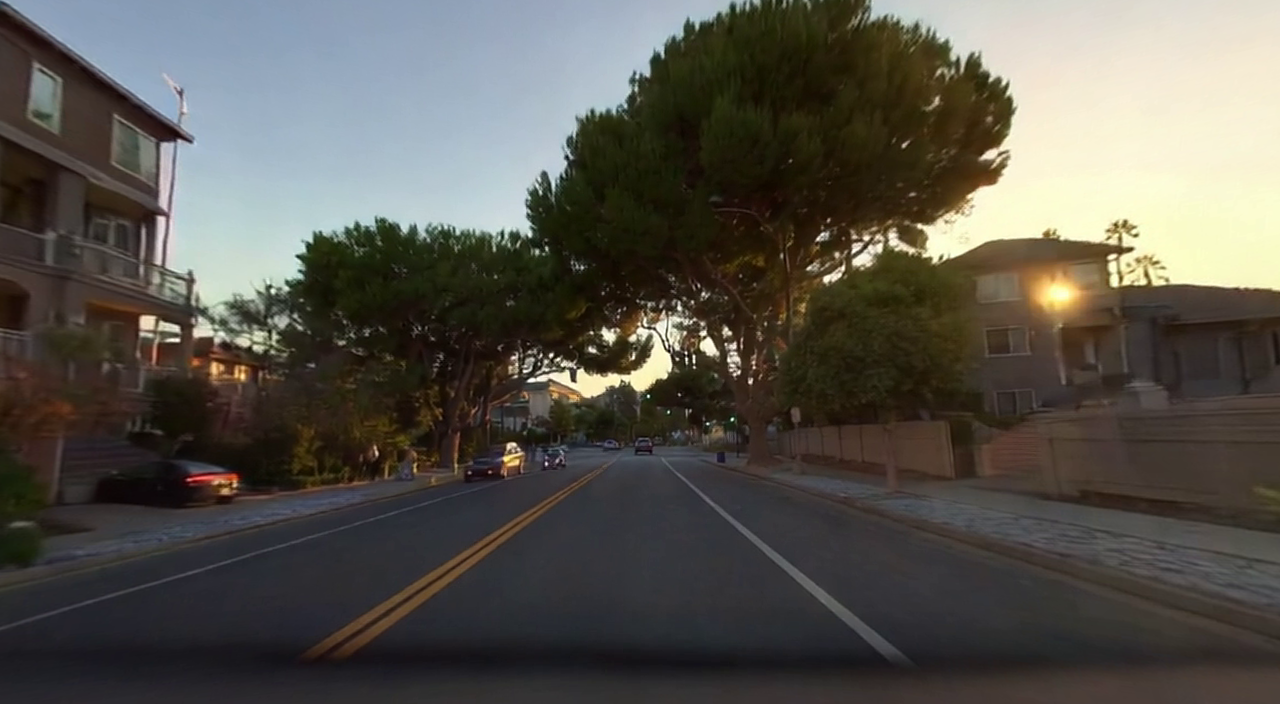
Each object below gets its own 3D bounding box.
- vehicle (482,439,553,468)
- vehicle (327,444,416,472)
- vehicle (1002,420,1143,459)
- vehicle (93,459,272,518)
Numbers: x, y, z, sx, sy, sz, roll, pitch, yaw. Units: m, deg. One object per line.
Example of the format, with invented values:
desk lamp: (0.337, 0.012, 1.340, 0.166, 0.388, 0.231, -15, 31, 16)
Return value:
vehicle: (-8.601, 7.112, 44.277, 4.569, 1.909, 2.037, -5, -9, 26)
vehicle: (-20.723, 8.187, 48.918, 5.829, 2.003, 2.260, 0, -9, -2)
vehicle: (17.230, 3.512, 25.334, 4.161, 1.442, 2.023, -1, -9, -1)
vehicle: (-12.797, 3.809, 18.127, 1.934, 1.389, 4.364, 0, -9, -1)
